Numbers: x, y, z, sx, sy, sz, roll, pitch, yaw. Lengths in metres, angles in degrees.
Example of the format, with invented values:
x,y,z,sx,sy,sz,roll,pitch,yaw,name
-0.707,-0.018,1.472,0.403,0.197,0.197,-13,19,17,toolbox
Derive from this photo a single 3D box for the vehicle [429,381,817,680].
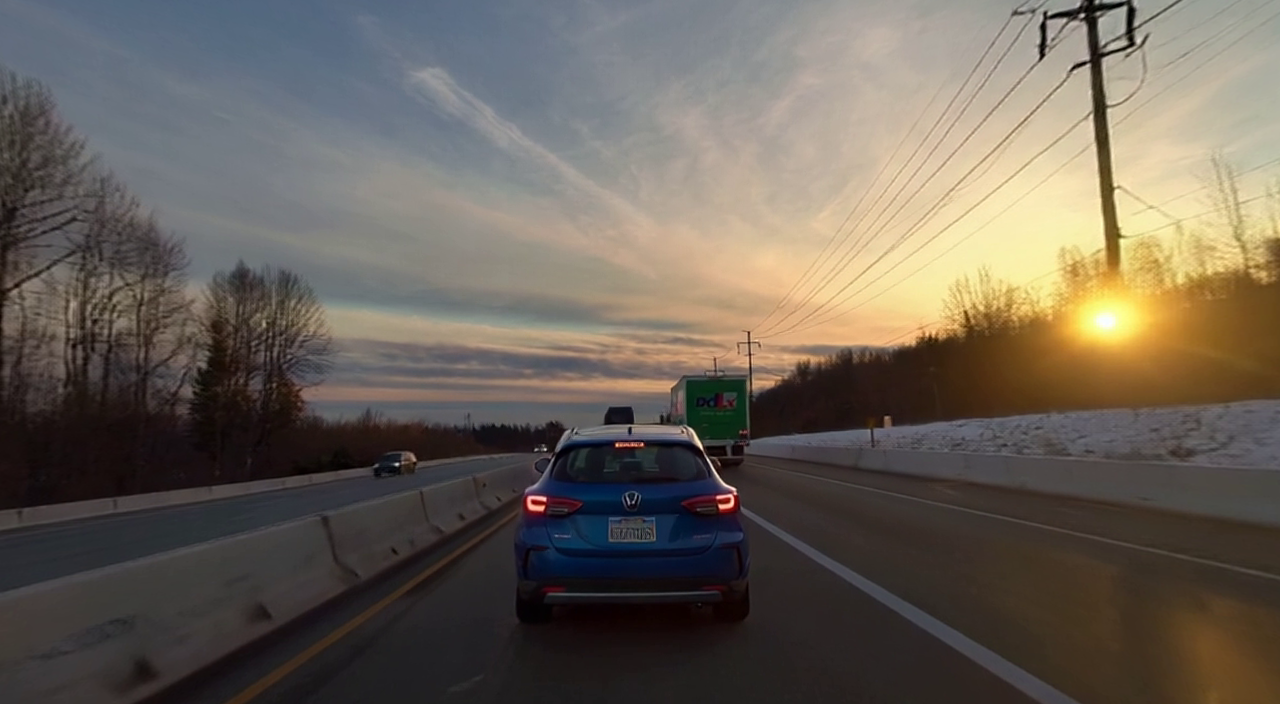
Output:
x,y,z,sx,sy,sz,roll,pitch,yaw,name
-0.137,1.214,5.387,2.062,1.581,3.914,0,-8,-2,vehicle
